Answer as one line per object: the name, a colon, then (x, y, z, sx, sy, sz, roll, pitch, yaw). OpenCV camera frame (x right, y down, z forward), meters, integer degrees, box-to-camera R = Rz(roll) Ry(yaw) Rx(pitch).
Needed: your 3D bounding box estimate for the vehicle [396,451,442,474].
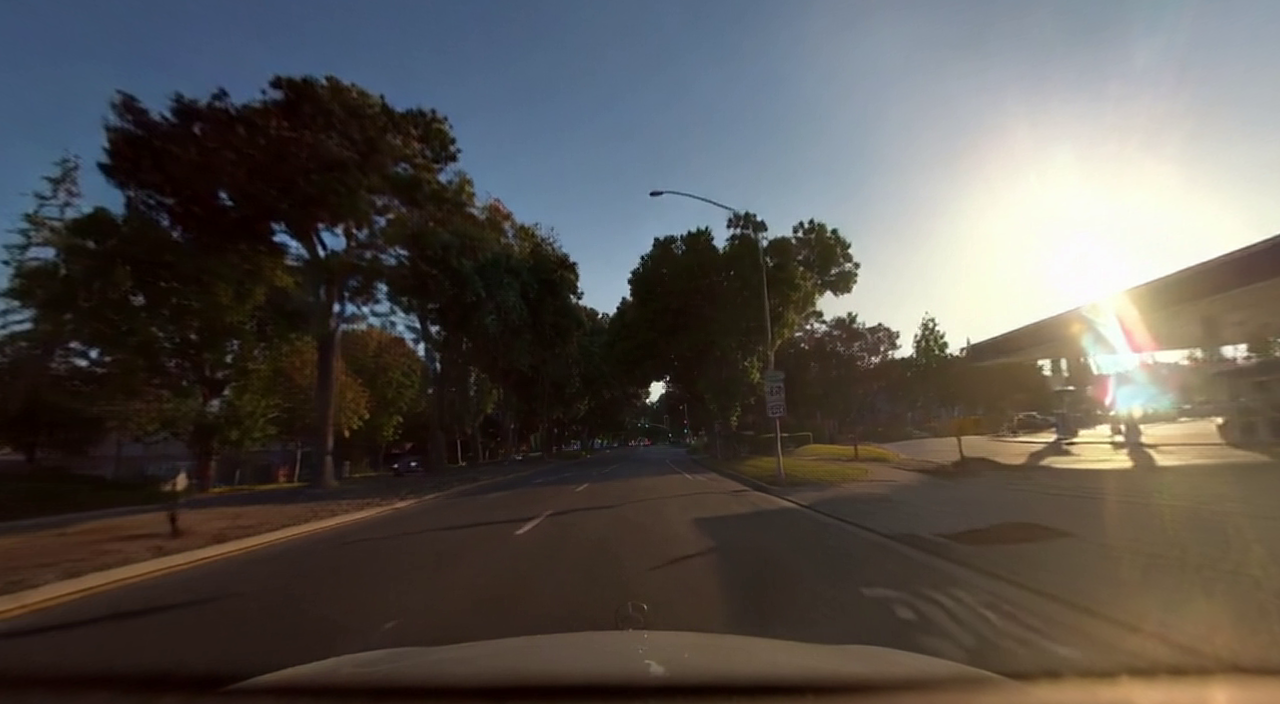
vehicle: (-16.990, 8.513, 48.628, 1.841, 1.642, 4.448, 0, -8, 1)
